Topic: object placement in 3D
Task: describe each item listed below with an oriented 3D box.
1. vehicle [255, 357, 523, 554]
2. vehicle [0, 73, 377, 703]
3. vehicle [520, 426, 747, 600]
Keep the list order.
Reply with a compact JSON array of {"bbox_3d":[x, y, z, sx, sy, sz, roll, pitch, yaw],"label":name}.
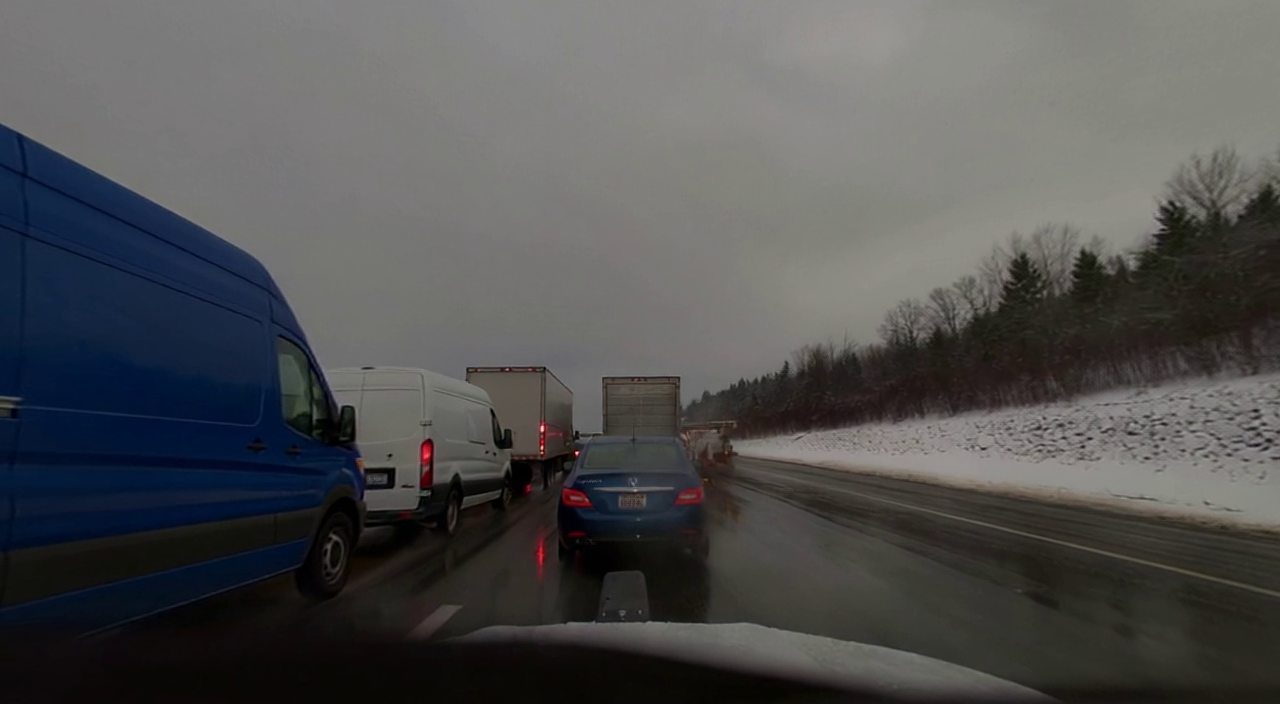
[{"bbox_3d":[-4.024,1.911,12.017,2.349,2.643,6.807,0,-9,-1],"label":"vehicle"},{"bbox_3d":[-4.052,0.341,3.755,2.254,2.879,6.656,0,-9,-2],"label":"vehicle"},{"bbox_3d":[-0.100,1.687,7.331,1.995,1.495,3.380,0,-9,-1],"label":"vehicle"}]
